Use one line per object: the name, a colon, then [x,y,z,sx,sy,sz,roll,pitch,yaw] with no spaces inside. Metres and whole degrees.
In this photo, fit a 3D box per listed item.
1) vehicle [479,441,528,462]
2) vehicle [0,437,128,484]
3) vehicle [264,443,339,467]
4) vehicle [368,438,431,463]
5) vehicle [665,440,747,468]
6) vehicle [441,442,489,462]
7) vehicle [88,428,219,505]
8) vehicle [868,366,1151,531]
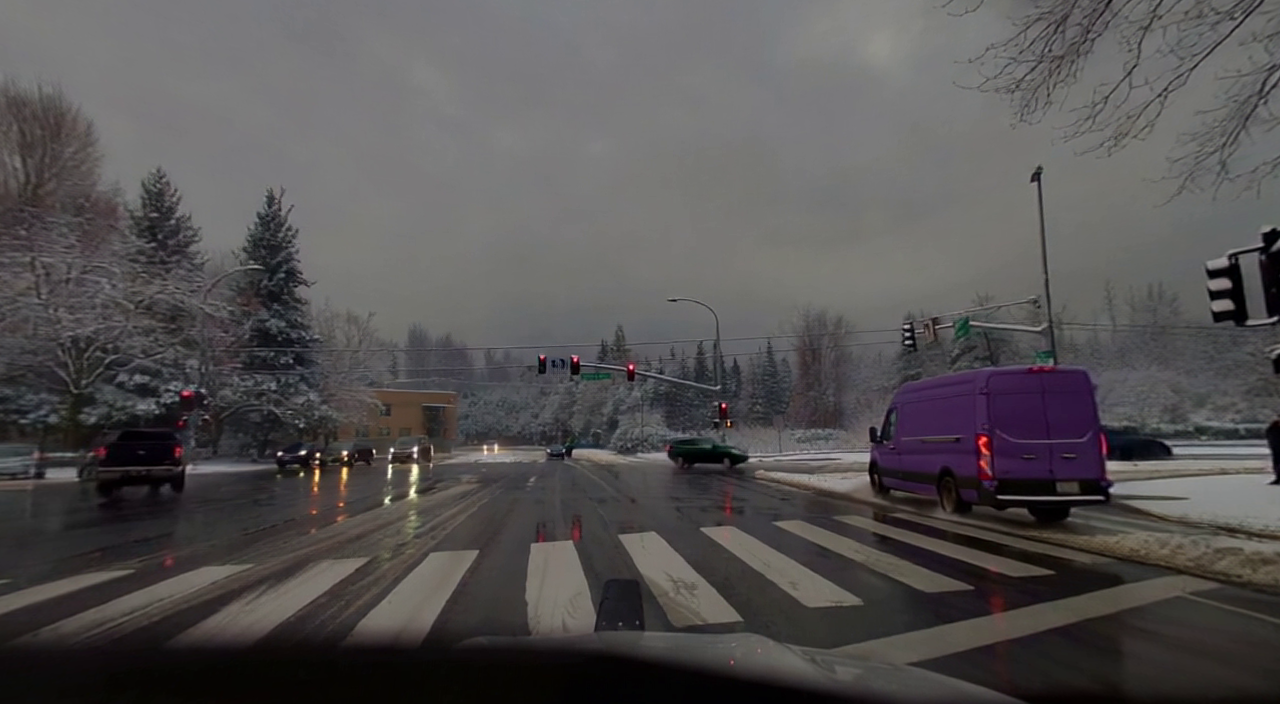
vehicle: [-10.155,7.469,47.397,2.097,1.484,4.596,-1,-9,8]
vehicle: [-20.572,3.775,22.079,4.524,1.496,1.993,-3,-9,20]
vehicle: [-21.839,6.641,40.971,1.859,1.415,4.591,-1,-9,8]
vehicle: [-17.385,7.159,46.003,2.189,1.753,4.785,-1,-9,8]
vehicle: [3.505,5.421,33.662,3.909,1.409,1.907,-5,-10,28]
vehicle: [-13.191,7.585,47.866,1.845,1.426,4.289,-1,-9,8]
vehicle: [-12.243,2.863,16.234,2.115,1.653,4.553,5,-10,-32]
vehicle: [6.580,1.858,12.343,2.332,2.511,5.326,0,-9,1]
